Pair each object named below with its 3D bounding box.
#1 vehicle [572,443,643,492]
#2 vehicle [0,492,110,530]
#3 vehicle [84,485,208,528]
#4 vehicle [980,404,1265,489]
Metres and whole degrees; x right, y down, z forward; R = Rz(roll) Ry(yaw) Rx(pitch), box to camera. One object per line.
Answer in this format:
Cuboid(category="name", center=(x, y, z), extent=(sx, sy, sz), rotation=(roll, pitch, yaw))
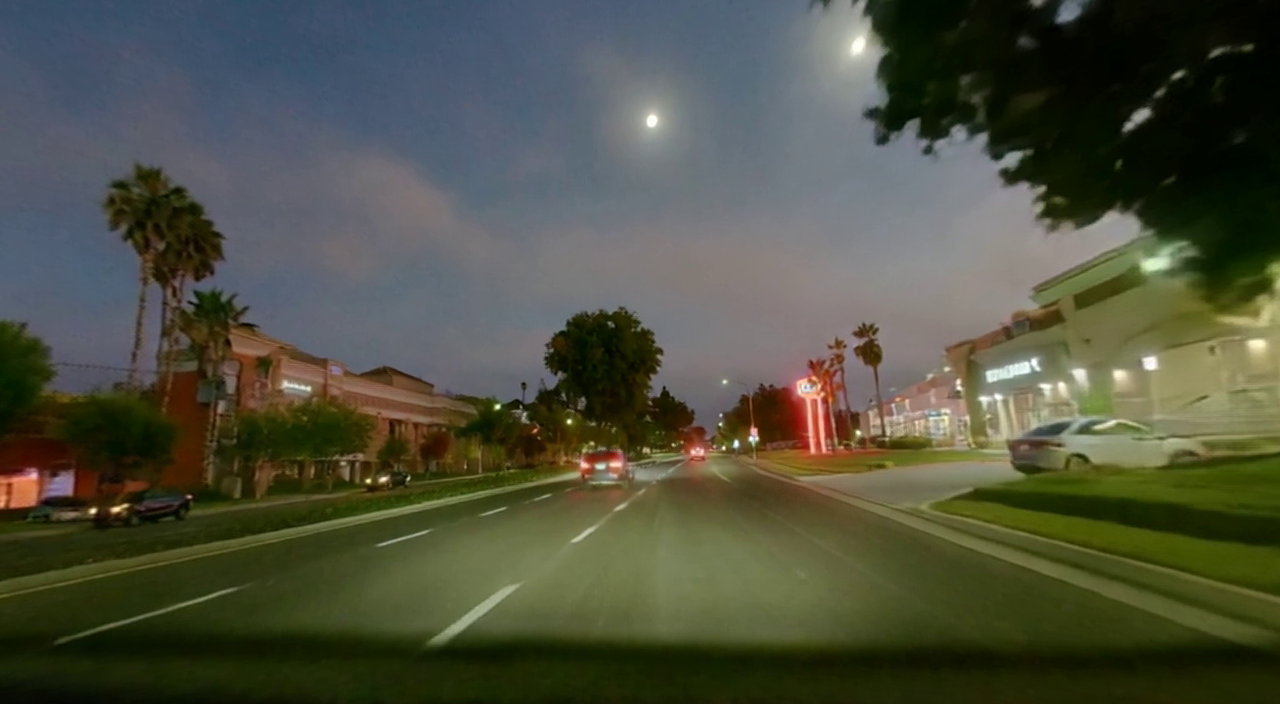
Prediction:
Cuboid(category="vehicle", center=(-1.174, 4.533, 25.166), extent=(2.147, 1.745, 4.648), rotation=(-1, -9, 5))
Cuboid(category="vehicle", center=(-33.269, 8.963, 35.702), extent=(4.710, 1.897, 2.146), rotation=(-1, -9, 3))
Cuboid(category="vehicle", center=(-22.673, 7.087, 29.280), extent=(1.929, 1.552, 4.488), rotation=(-1, -9, 3))
Cuboid(category="vehicle", center=(10.696, 2.175, 14.447), extent=(4.577, 1.750, 2.115), rotation=(-2, -9, 8))
